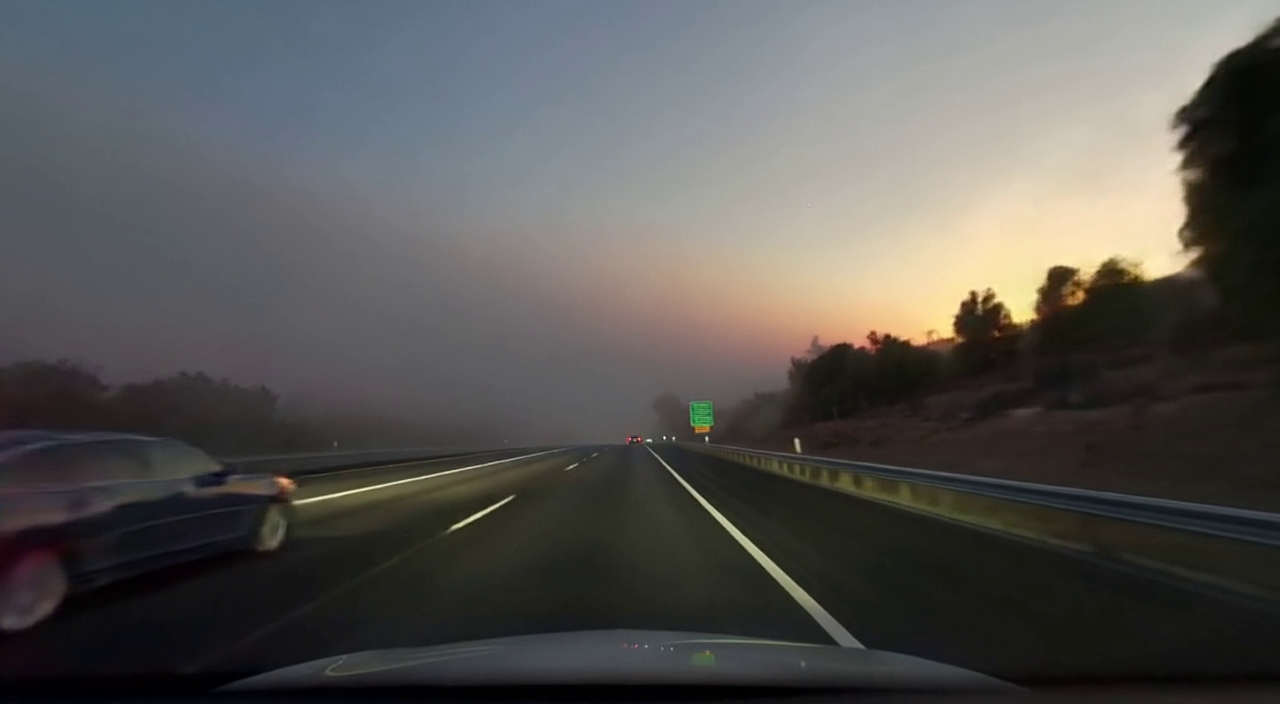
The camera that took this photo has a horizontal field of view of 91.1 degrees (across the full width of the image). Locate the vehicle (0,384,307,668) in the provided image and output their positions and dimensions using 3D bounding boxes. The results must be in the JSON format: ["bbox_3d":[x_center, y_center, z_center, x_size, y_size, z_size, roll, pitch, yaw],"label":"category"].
[{"bbox_3d":[-4.561,1.037,4.078,2.149,1.532,4.905,0,-8,0],"label":"vehicle"}]
